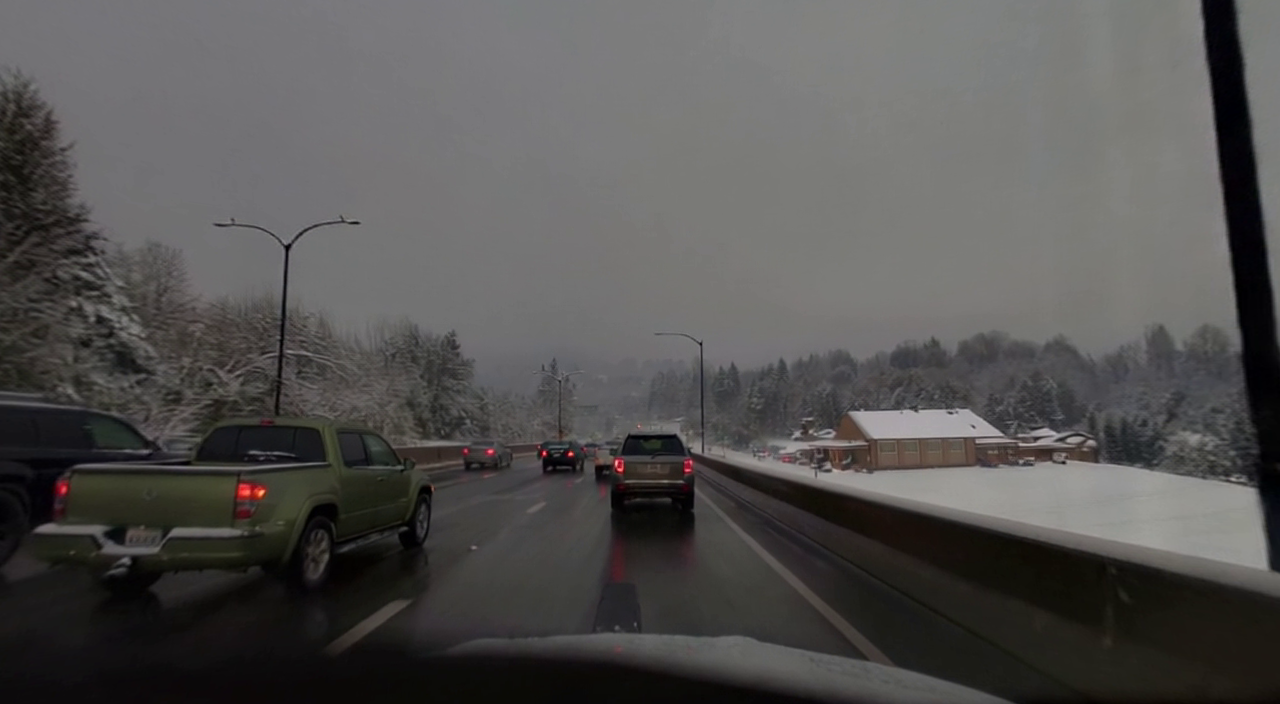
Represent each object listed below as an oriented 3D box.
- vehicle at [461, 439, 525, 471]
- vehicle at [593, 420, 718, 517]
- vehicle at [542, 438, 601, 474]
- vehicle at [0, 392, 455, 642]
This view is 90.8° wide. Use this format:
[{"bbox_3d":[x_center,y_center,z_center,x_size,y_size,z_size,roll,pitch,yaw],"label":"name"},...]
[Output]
[{"bbox_3d":[-7.104,5.009,30.956,1.856,1.459,4.251,-1,-9,4],"label":"vehicle"},{"bbox_3d":[0.313,2.430,13.620,2.235,1.716,4.435,0,-9,1],"label":"vehicle"},{"bbox_3d":[-2.905,4.528,27.715,1.868,1.470,4.105,-1,-9,4],"label":"vehicle"},{"bbox_3d":[-3.731,1.450,6.568,2.076,1.688,4.334,-1,-9,3],"label":"vehicle"}]
